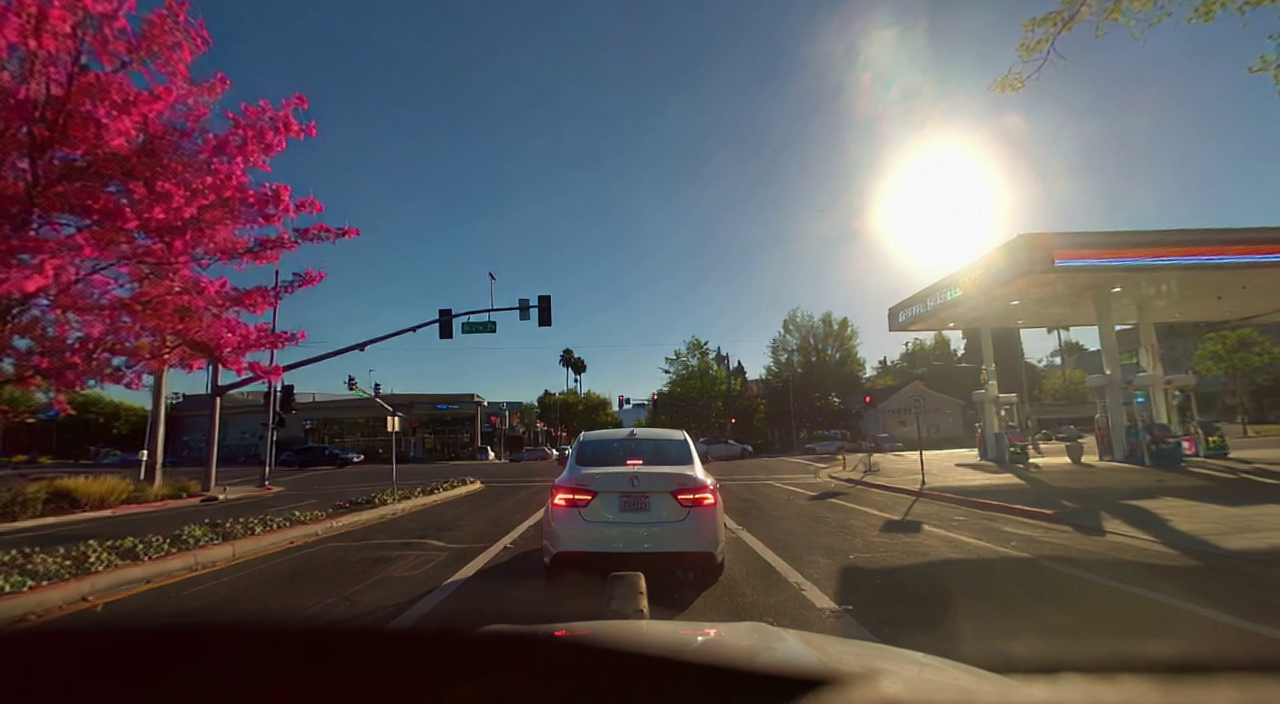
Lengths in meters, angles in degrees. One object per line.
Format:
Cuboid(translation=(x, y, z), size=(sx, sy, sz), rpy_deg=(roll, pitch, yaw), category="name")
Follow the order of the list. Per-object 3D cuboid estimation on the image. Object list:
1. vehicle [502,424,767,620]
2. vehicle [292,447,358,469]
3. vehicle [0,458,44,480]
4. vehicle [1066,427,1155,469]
Cuboid(translation=(-0.038, 1.599, 6.902), size=(2.010, 1.482, 4.057), rpy_deg=(0, -8, 0), category="vehicle")
Cuboid(translation=(-23.280, 7.844, 46.634), size=(3.975, 1.563, 1.755), rpy_deg=(-1, -8, 5), category="vehicle")
Cuboid(translation=(-44.836, 8.177, 44.186), size=(4.380, 1.409, 1.841), rpy_deg=(-1, -8, 5), category="vehicle")
Cuboid(translation=(18.608, 3.759, 24.870), size=(4.091, 1.495, 2.053), rpy_deg=(8, -12, -44), category="vehicle")
